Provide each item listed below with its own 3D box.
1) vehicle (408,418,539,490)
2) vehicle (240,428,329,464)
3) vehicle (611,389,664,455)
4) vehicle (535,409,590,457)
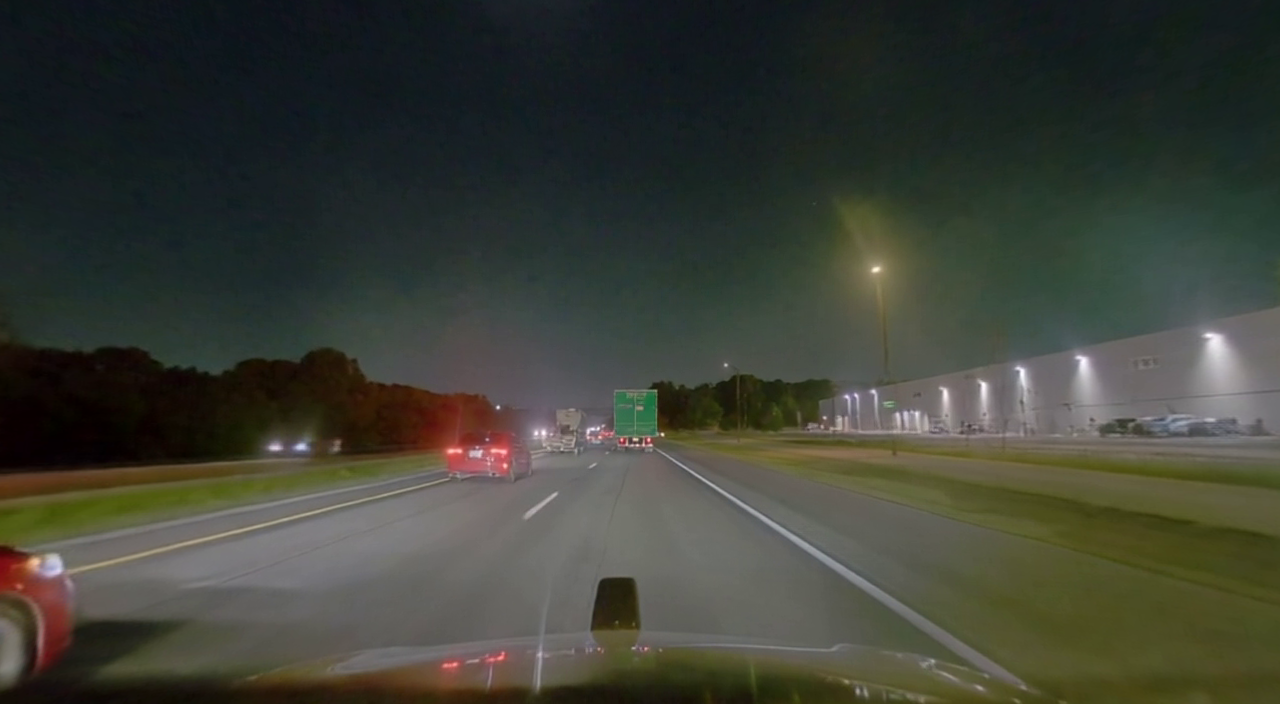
[{"bbox_3d":[-4.143,2.628,16.735,2.005,1.602,5.131,0,-7,1],"label":"vehicle"},{"bbox_3d":[-17.663,4.667,31.583,1.897,1.621,4.406,0,-7,-1],"label":"vehicle"},{"bbox_3d":[-0.291,4.950,43.812,3.259,4.066,9.891,1,-7,-2],"label":"vehicle"},{"bbox_3d":[-4.718,5.146,39.868,2.717,2.714,6.997,1,-8,-1],"label":"vehicle"}]
